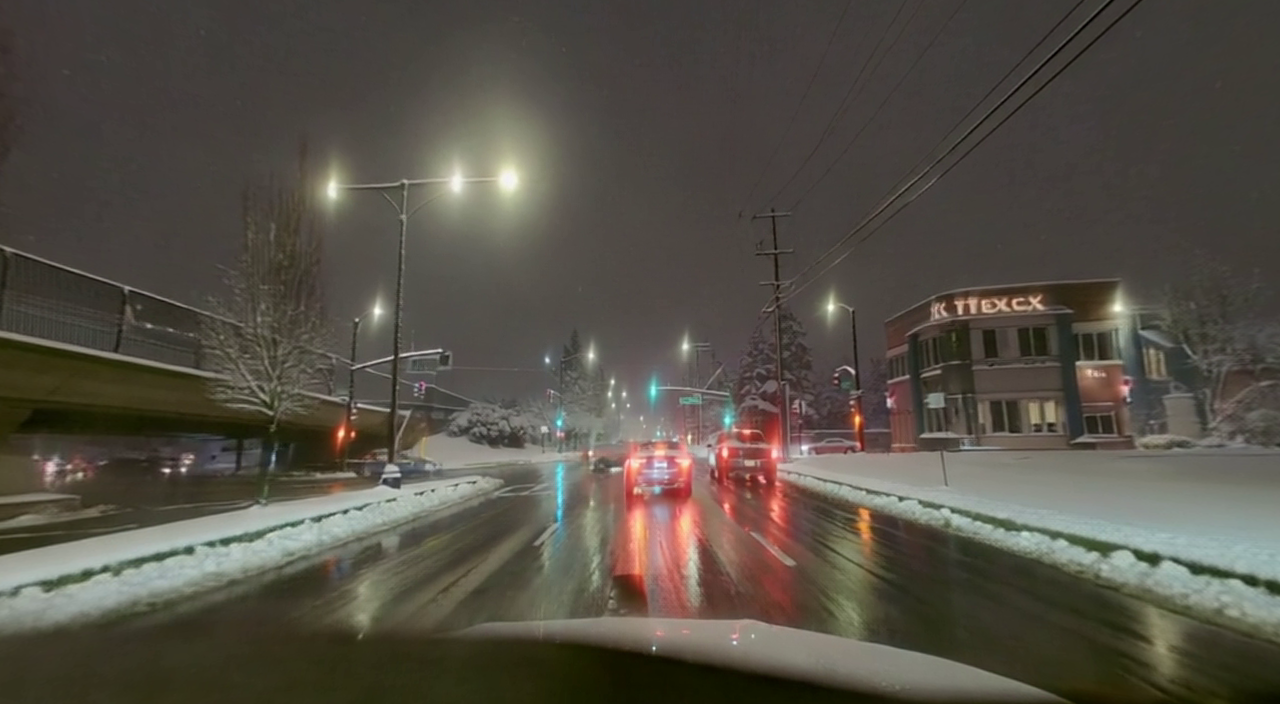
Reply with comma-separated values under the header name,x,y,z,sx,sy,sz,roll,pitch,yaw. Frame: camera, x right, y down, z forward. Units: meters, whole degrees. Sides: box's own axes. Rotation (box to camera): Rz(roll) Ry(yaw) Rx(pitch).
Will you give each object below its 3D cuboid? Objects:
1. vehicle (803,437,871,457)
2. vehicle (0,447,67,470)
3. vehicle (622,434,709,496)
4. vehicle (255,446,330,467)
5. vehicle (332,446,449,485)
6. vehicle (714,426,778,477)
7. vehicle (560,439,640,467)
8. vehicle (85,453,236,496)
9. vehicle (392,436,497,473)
name,x,y,z,sx,sy,sz,roll,pitch,yaw
vehicle,14.655,7.085,47.088,4.498,1.439,1.842,0,-8,-1
vehicle,-46.743,8.077,47.814,4.579,1.659,1.936,0,-8,-1
vehicle,0.642,3.034,17.344,2.101,1.467,4.210,0,-8,1
vehicle,-26.354,7.929,47.916,4.566,1.472,1.936,0,-8,-2
vehicle,-11.149,5.049,28.462,1.832,1.611,4.546,-6,-10,38
vehicle,4.465,4.252,27.219,2.080,1.999,4.379,0,-8,1
vehicle,-2.290,5.896,36.873,4.302,1.543,1.860,6,-10,-35
vehicle,-18.873,4.790,25.023,1.873,1.462,4.283,-5,-10,32
vehicle,-11.181,5.907,36.623,2.322,1.916,5.640,-5,-10,30
